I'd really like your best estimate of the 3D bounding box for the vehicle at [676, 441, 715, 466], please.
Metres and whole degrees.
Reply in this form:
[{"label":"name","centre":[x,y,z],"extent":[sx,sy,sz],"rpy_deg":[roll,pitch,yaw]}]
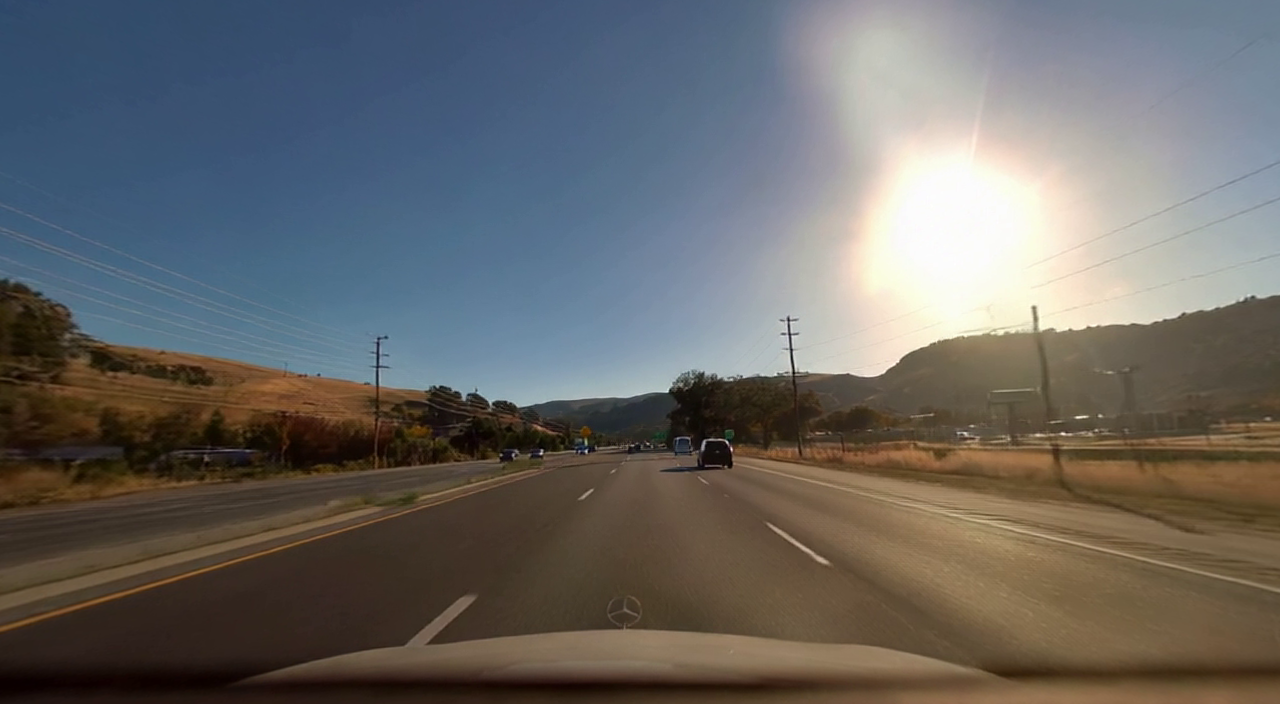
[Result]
[{"label":"vehicle","centre":[3.561,6.591,41.302],"extent":[2.148,1.538,4.430],"rpy_deg":[0,-8,0]}]
